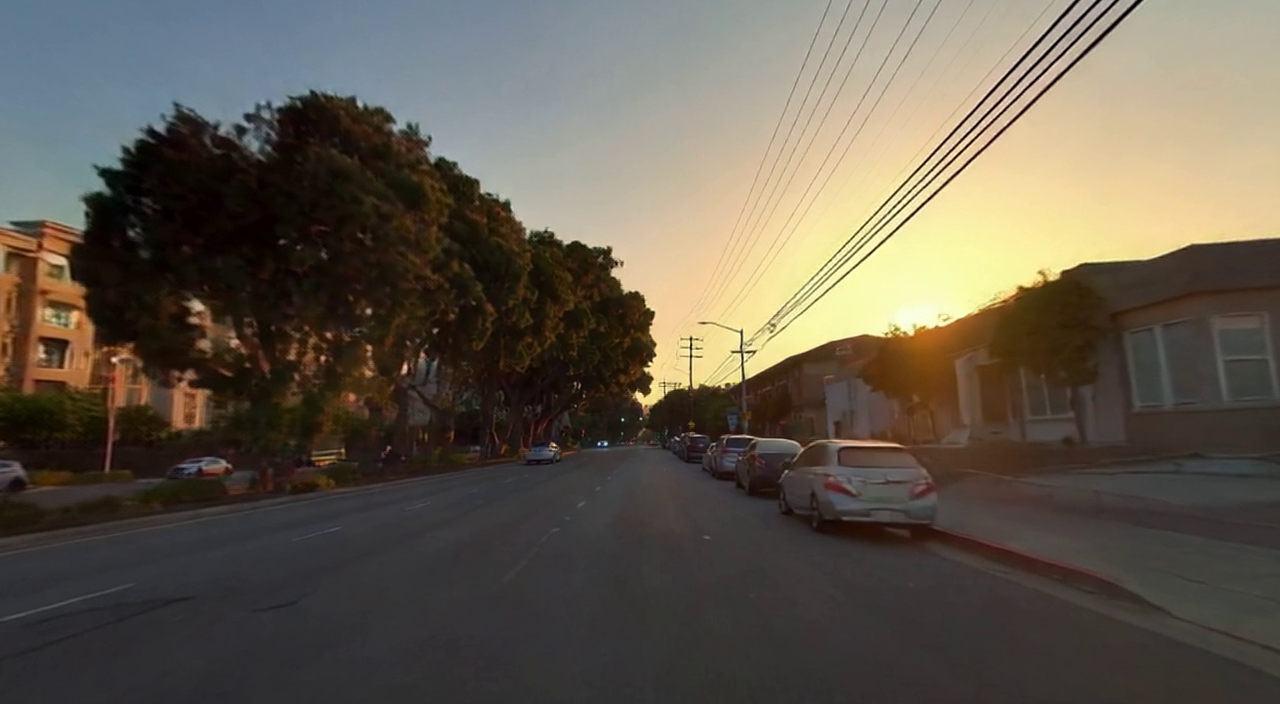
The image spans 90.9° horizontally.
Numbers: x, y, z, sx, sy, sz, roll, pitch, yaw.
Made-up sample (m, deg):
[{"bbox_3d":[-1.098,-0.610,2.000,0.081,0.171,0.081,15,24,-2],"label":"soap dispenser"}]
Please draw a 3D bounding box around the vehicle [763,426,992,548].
[{"bbox_3d":[3.545,2.107,10.601,2.048,1.556,4.753,0,-8,1],"label":"vehicle"}]

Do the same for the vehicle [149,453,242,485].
[{"bbox_3d":[-25.762,6.774,36.780,2.121,1.699,4.506,0,-8,1],"label":"vehicle"}]

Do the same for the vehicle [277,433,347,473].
[{"bbox_3d":[-25.566,7.917,49.529,2.223,2.895,5.824,0,-8,1],"label":"vehicle"}]

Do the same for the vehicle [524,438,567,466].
[{"bbox_3d":[-6.158,6.567,41.586,2.000,1.671,4.497,0,-8,1],"label":"vehicle"}]
